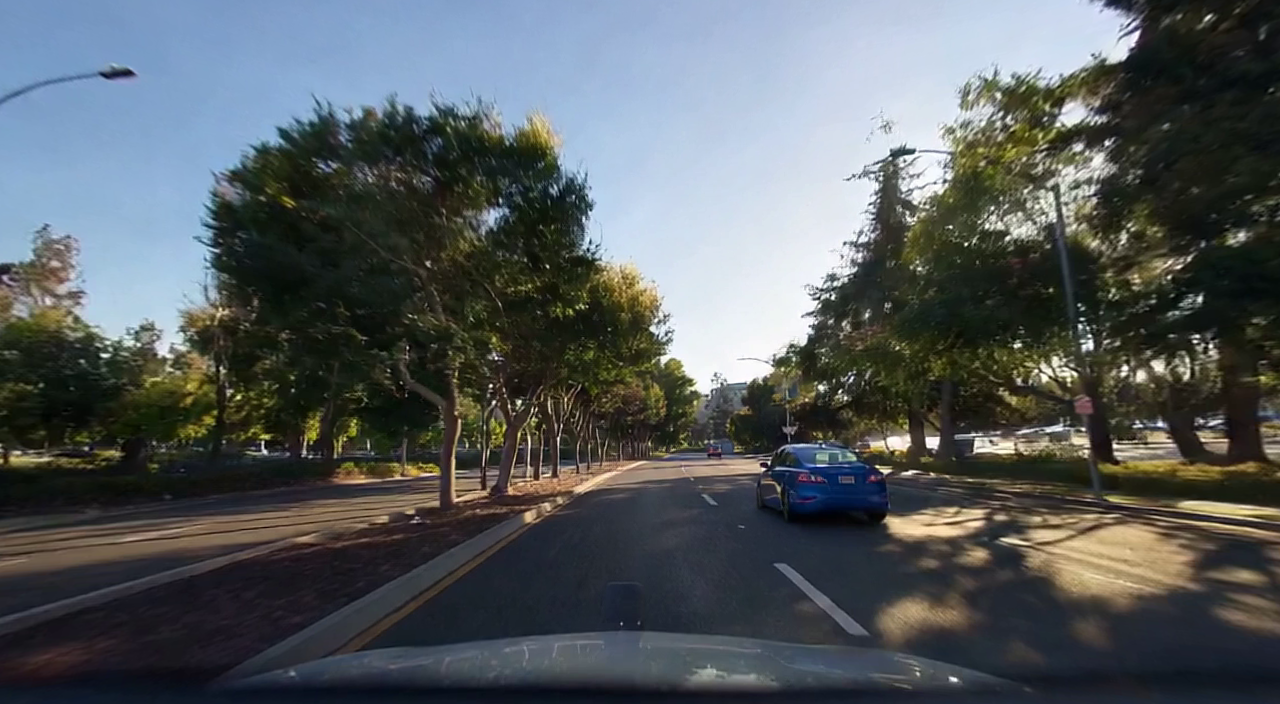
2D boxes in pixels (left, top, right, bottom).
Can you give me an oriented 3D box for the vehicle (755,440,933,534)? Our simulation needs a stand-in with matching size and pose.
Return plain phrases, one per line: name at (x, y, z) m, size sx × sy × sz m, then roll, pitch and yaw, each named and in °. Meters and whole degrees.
vehicle at (3.675, 2.502, 12.378) m, size 1.928 × 1.481 × 4.453 m, roll 0°, pitch -9°, yaw -1°
